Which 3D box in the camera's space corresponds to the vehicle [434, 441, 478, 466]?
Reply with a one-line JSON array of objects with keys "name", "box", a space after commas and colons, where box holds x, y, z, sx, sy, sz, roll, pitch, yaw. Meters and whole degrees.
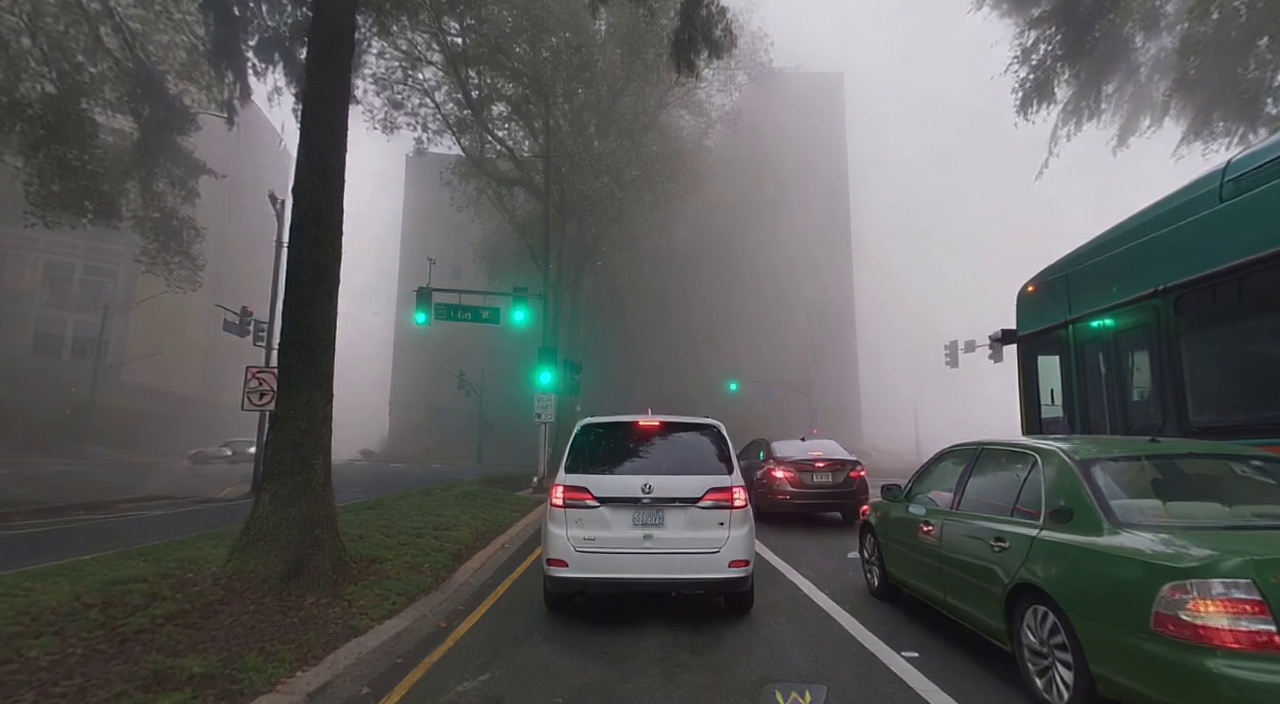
[{"name": "vehicle", "box": [-13.322, 7.373, 45.761, 1.924, 1.720, 4.097, 0, -9, 1]}]

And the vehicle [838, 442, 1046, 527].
[{"name": "vehicle", "box": [5.969, 2.637, 13.221, 1.987, 1.457, 4.675, 0, -8, -1]}]

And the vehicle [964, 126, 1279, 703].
[{"name": "vehicle", "box": [2.606, 0.316, 0.422, 2.037, 2.065, 5.037, 0, -8, 0]}]

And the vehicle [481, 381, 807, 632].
[{"name": "vehicle", "box": [0.004, 1.474, 7.003, 2.381, 1.842, 4.603, 0, -8, -1]}]
